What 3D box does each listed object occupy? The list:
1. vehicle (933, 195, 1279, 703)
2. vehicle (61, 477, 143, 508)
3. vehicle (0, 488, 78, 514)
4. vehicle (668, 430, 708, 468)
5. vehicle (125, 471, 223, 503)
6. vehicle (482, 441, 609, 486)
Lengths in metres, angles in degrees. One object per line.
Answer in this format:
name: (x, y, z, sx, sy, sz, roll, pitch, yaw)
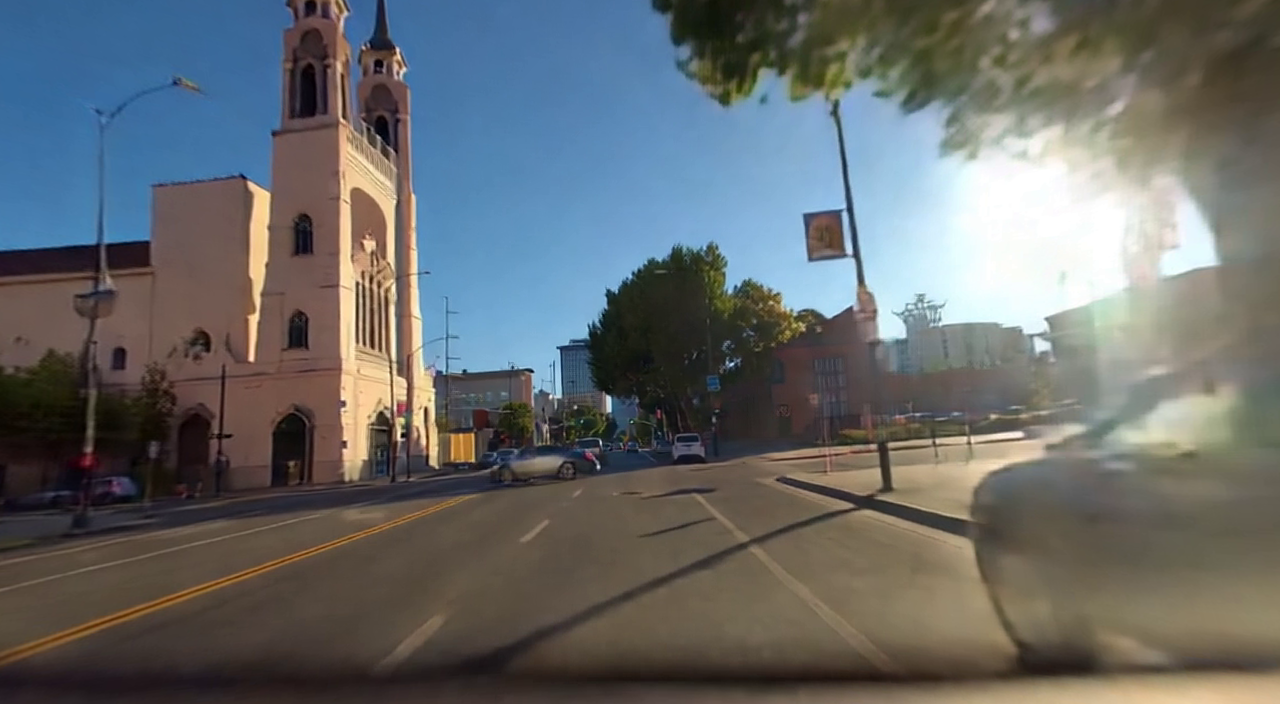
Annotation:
vehicle: (3.318, 0.450, 1.836, 2.269, 2.046, 5.649, 0, -8, 1)
vehicle: (-33.481, 8.732, 39.362, 3.529, 1.661, 1.695, -1, -6, 0)
vehicle: (-37.944, 9.195, 39.068, 4.533, 1.449, 1.771, 0, -8, -2)
vehicle: (2.714, 5.612, 36.873, 2.074, 2.041, 5.045, 0, -8, 1)
vehicle: (-28.907, 8.378, 39.304, 4.439, 1.661, 2.071, -1, -8, -2)
vehicle: (-3.391, 4.091, 23.549, 1.881, 1.476, 4.620, -7, -11, 38)
